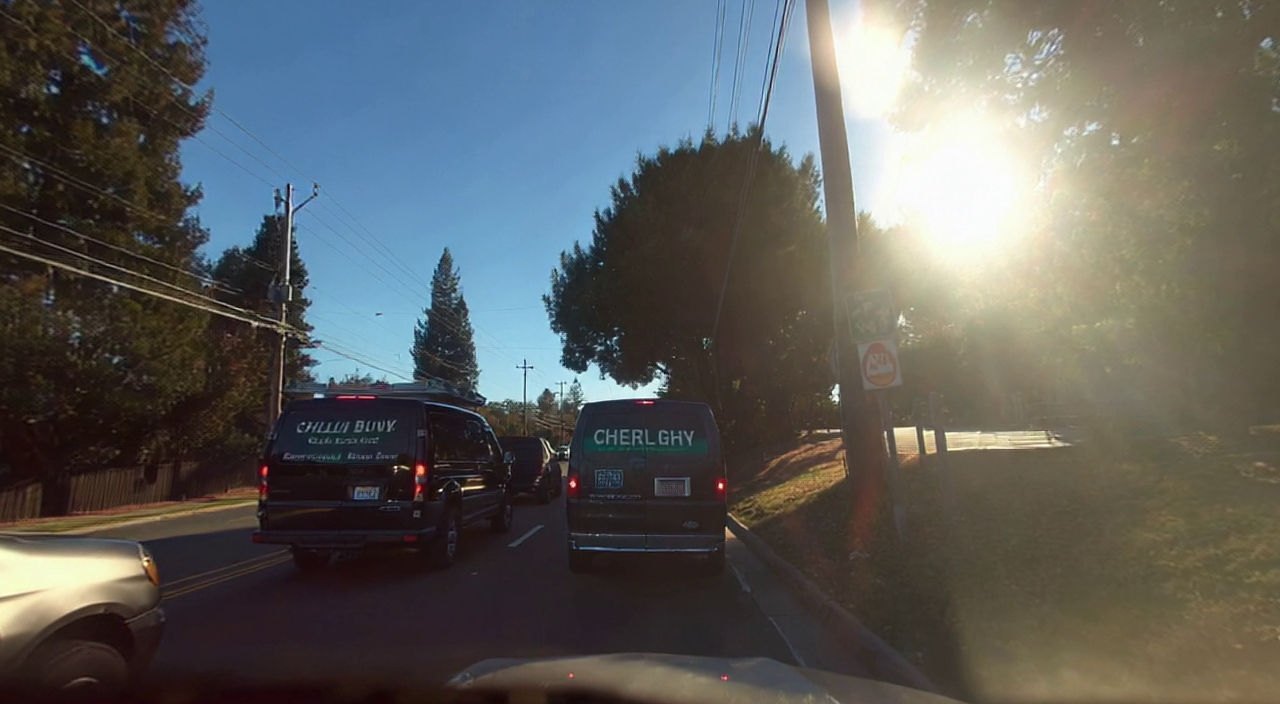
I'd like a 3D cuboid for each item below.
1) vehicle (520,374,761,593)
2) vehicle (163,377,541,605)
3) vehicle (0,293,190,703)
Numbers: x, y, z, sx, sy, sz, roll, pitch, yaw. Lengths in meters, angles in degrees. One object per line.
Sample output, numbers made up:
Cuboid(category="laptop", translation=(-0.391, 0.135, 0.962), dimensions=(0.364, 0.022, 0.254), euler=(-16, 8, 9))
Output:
Cuboid(category="vehicle", translation=(0.109, 1.462, 7.693), dimensions=(2.117, 1.911, 4.095), euler=(-1, -8, 3))
Cuboid(category="vehicle", translation=(-2.755, 1.483, 7.620), dimensions=(2.109, 1.851, 4.749), euler=(-1, -8, 3))
Cuboid(category="vehicle", translation=(-3.150, 0.466, 0.244), dimensions=(2.160, 1.796, 4.997), euler=(0, -8, 1))
